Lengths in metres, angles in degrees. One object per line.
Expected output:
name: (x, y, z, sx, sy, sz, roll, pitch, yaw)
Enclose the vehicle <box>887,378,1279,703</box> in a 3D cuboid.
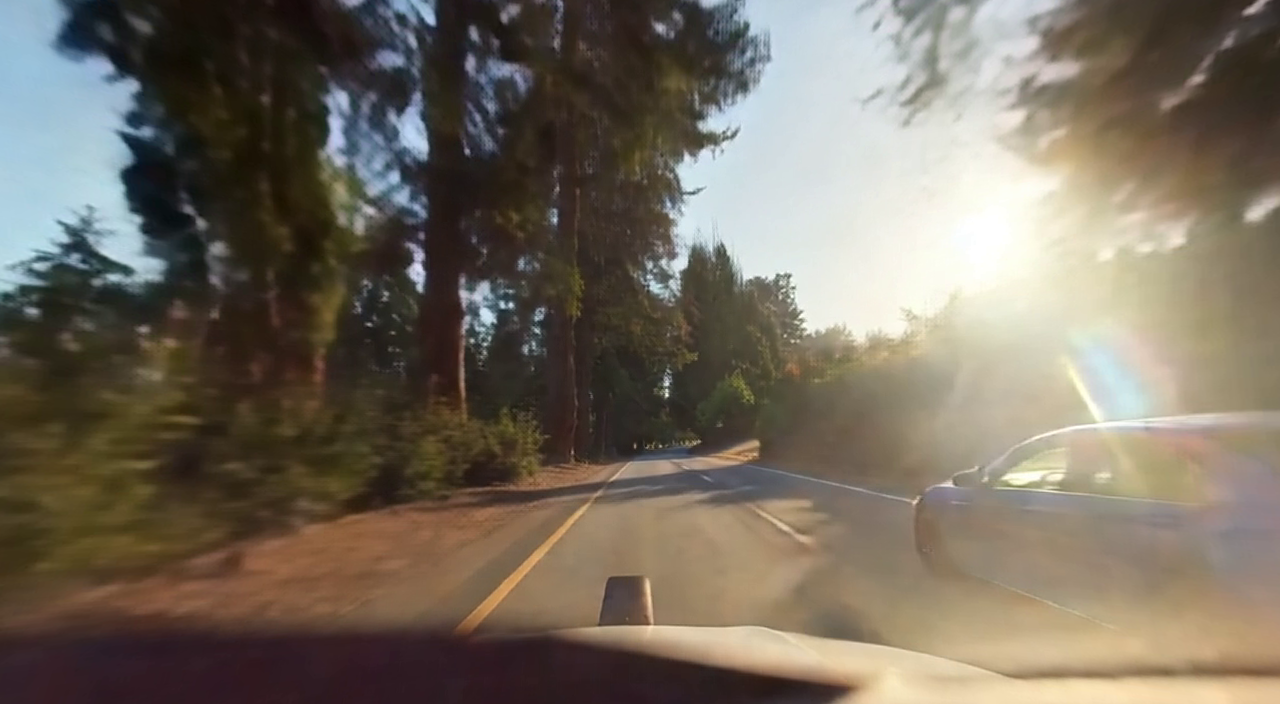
vehicle: (3.488, 1.059, 3.790, 2.061, 1.503, 4.823, 0, -8, 0)
